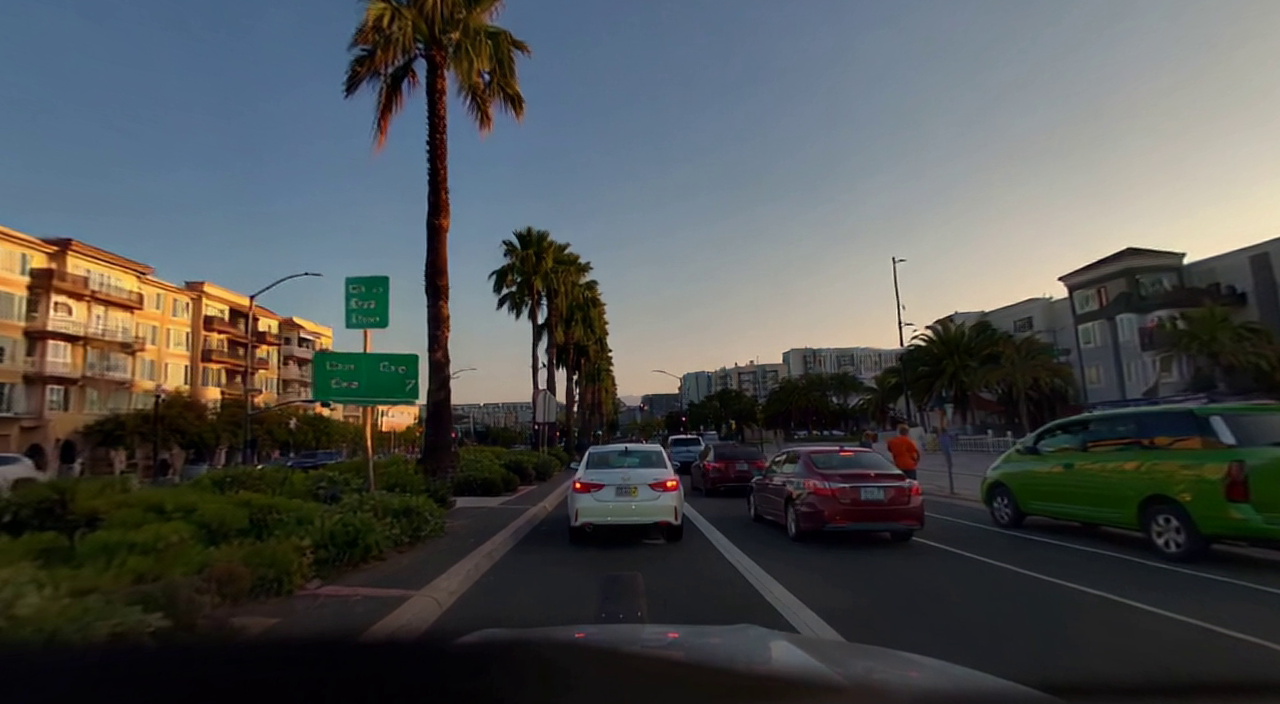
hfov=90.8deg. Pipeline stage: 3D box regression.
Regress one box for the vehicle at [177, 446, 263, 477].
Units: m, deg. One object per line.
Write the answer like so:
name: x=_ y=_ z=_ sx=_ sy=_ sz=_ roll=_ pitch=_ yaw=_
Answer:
vehicle: x=-28.345 y=7.374 z=42.902 sx=2.115 sy=1.884 sz=5.481 roll=0 pitch=-8 yaw=-1

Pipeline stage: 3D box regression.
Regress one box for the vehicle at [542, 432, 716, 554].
vehicle: x=-0.159 y=2.049 z=9.893 sx=2.158 sy=1.498 sz=3.919 roll=0 pitch=-8 yaw=-1

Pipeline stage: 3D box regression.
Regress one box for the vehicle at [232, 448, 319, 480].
vehicle: x=-20.621 y=6.322 z=36.029 sx=2.053 sy=1.631 sz=4.900 roll=0 pitch=-8 yaw=-1

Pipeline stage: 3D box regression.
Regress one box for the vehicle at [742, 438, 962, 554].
vehicle: x=3.072 y=2.160 z=10.314 sx=1.925 sy=1.451 sz=4.436 roll=0 pitch=-8 yaw=-2

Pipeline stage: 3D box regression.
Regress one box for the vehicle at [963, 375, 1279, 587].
vehicle: x=7.219 y=1.664 z=9.045 sx=2.254 sy=2.072 sz=5.577 roll=0 pitch=-8 yaw=1
